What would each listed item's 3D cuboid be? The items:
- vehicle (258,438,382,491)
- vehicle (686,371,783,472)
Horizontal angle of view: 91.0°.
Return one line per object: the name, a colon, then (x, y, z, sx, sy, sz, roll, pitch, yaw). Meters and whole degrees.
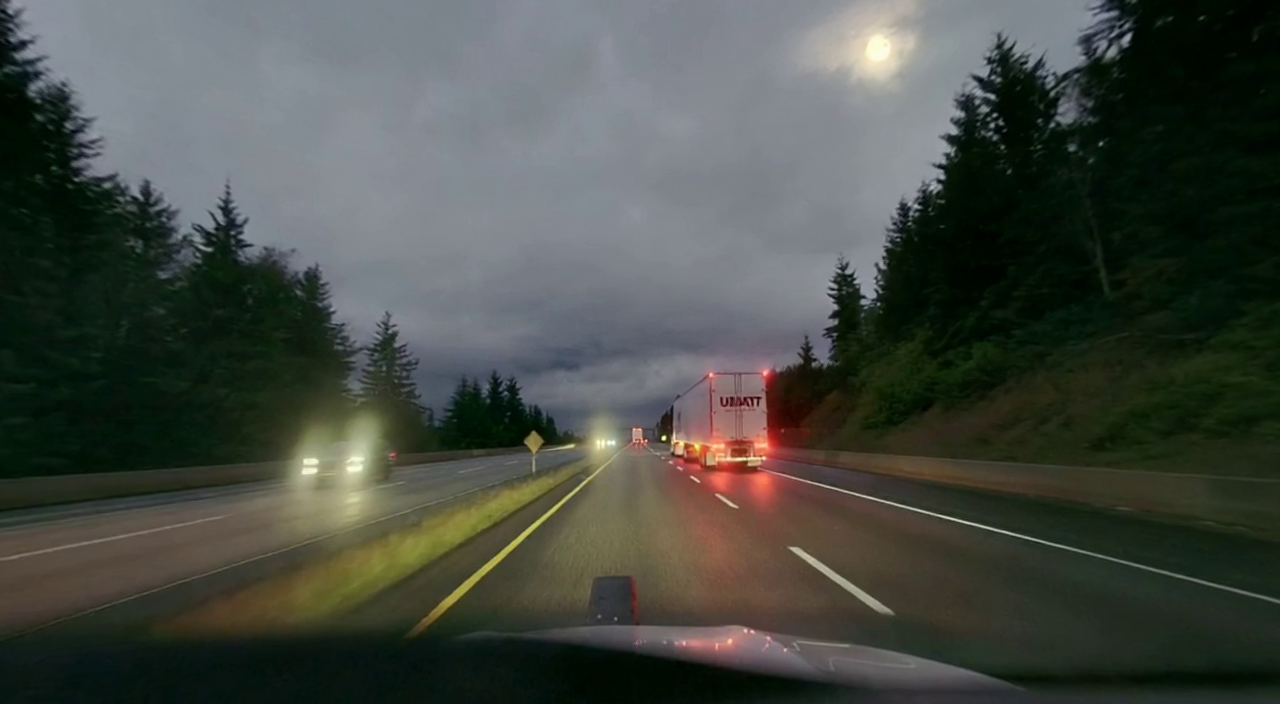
vehicle: (-10.596, 3.722, 21.240, 2.051, 1.573, 4.029, -1, -8, 0)
vehicle: (3.927, 3.241, 28.365, 3.006, 3.850, 8.310, -1, -8, 0)
